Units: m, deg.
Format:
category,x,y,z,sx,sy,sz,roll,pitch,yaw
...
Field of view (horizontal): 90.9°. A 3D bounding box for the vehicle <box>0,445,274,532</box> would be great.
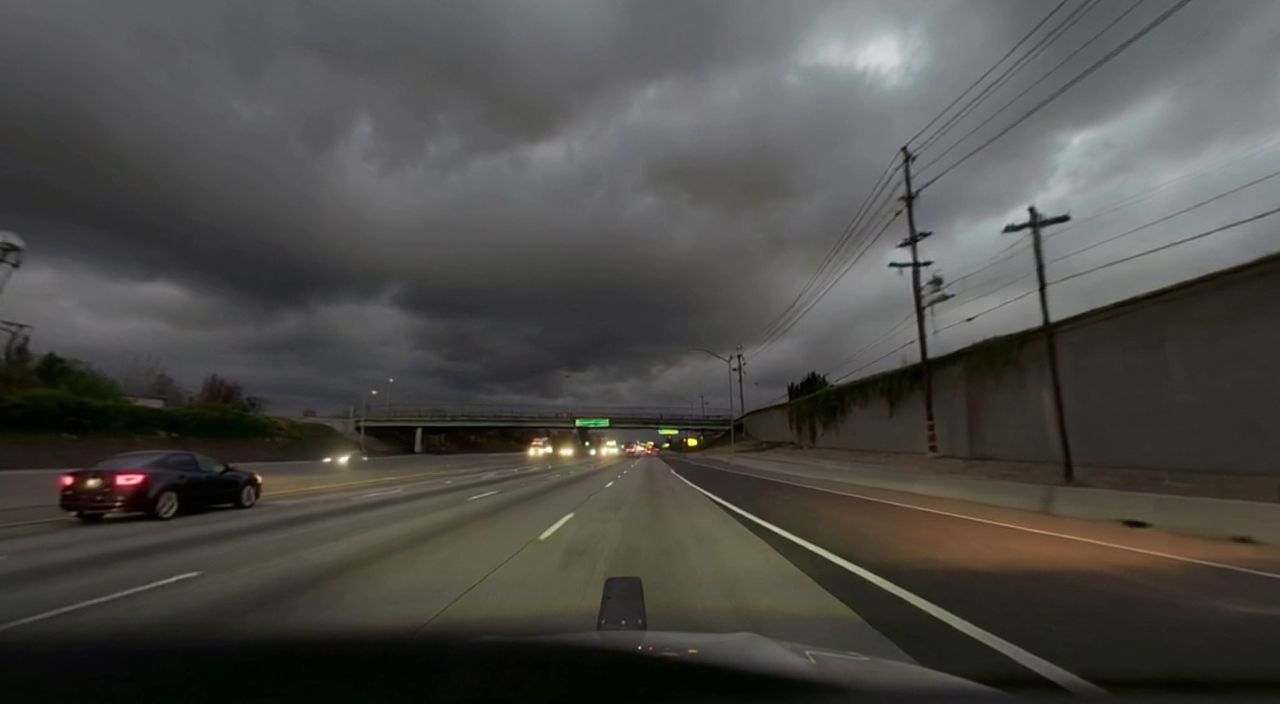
category,x,y,z,sx,sy,sz,roll,pitch,yaw
vehicle,-10.102,2.693,13.210,2.056,1.476,4.562,0,-8,1
